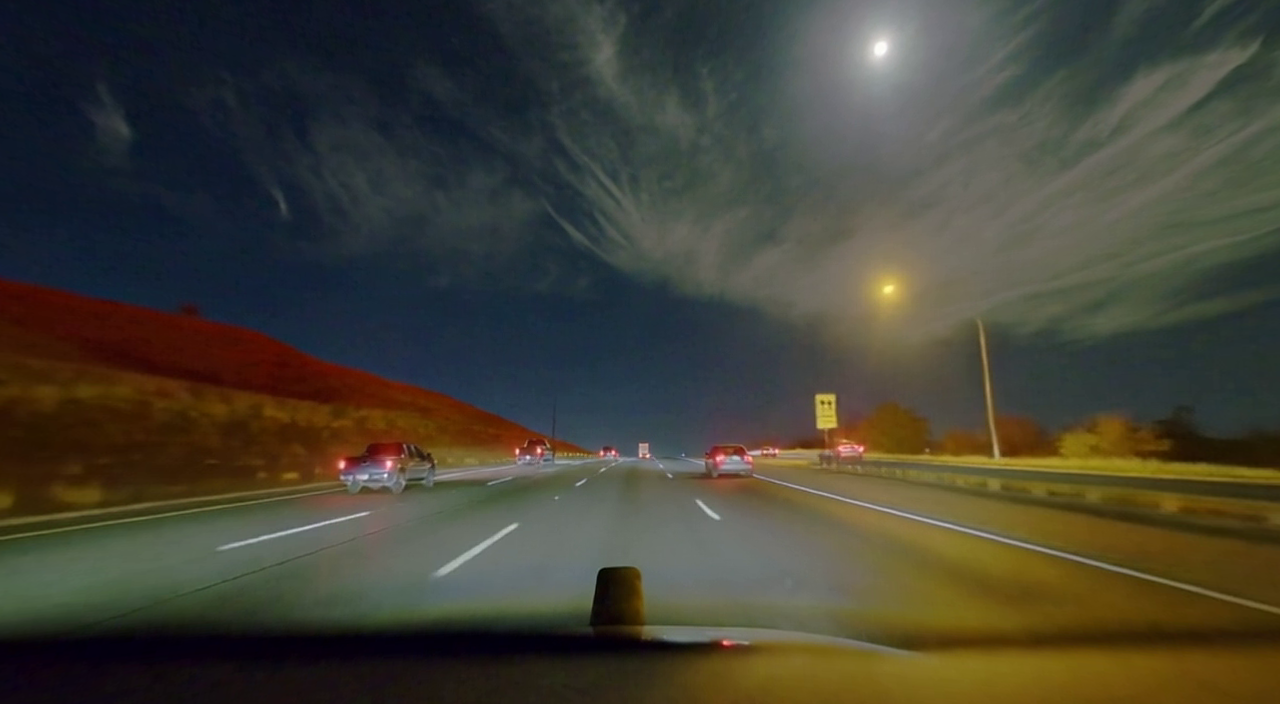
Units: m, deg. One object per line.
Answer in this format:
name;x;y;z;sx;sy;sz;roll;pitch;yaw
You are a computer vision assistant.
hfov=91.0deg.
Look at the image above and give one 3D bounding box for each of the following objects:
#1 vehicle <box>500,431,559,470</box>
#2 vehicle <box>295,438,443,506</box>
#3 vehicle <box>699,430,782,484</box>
vehicle;-7.724;7.006;44.920;2.937;2.509;7.090;0;-9;0
vehicle;-7.066;3.161;17.109;1.935;1.550;4.883;0;-9;-1
vehicle;3.594;3.892;23.510;2.231;1.789;4.700;0;-9;-1
